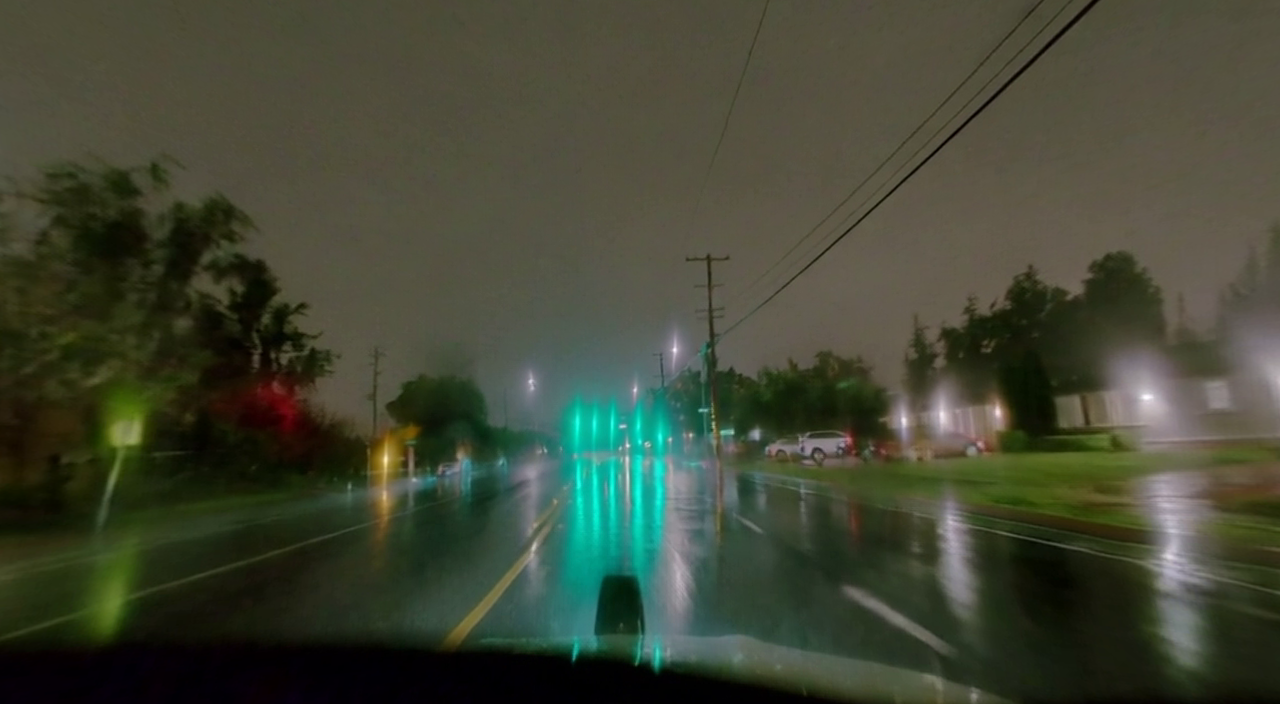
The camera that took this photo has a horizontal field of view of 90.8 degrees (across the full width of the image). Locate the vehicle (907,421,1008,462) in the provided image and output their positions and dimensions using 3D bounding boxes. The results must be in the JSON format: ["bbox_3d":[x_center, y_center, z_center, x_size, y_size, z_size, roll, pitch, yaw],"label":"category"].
[{"bbox_3d":[12.988,3.718,26.175,1.889,1.499,4.218,-1,-8,-1],"label":"vehicle"}]

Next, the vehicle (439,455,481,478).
[{"bbox_3d":[-12.620,8.036,44.582,1.851,1.459,4.295,-1,-8,-2],"label":"vehicle"}]

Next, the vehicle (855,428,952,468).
[{"bbox_3d":[10.492,3.881,25.618,1.847,1.455,4.650,-1,-8,-1],"label":"vehicle"}]

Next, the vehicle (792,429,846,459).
[{"bbox_3d":[11.089,5.737,39.441,2.044,1.716,4.637,-1,-8,1],"label":"vehicle"}]
